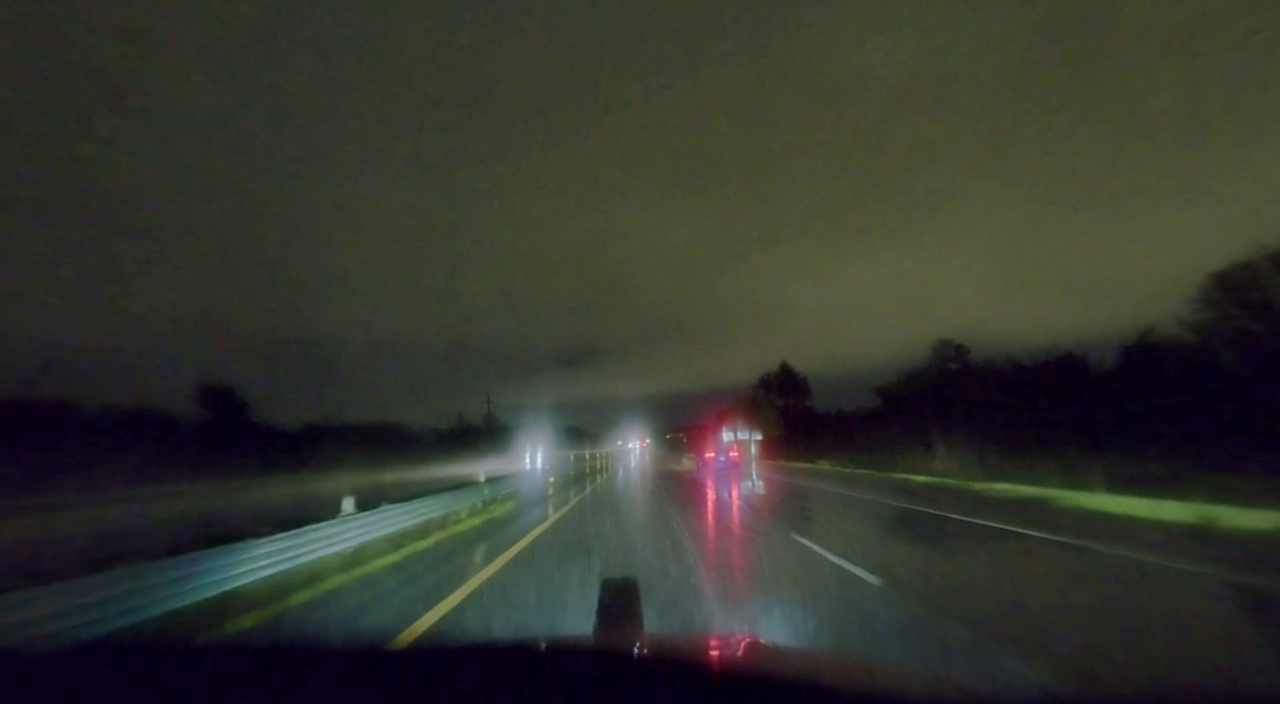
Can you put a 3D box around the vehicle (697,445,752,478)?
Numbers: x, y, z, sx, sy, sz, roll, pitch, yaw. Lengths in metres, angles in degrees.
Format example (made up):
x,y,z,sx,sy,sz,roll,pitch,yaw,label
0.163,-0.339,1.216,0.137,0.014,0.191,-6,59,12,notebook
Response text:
x,y,z,sx,sy,sz,roll,pitch,yaw,label
4.023,5.273,30.463,1.981,1.440,4.125,0,-9,-1,vehicle
